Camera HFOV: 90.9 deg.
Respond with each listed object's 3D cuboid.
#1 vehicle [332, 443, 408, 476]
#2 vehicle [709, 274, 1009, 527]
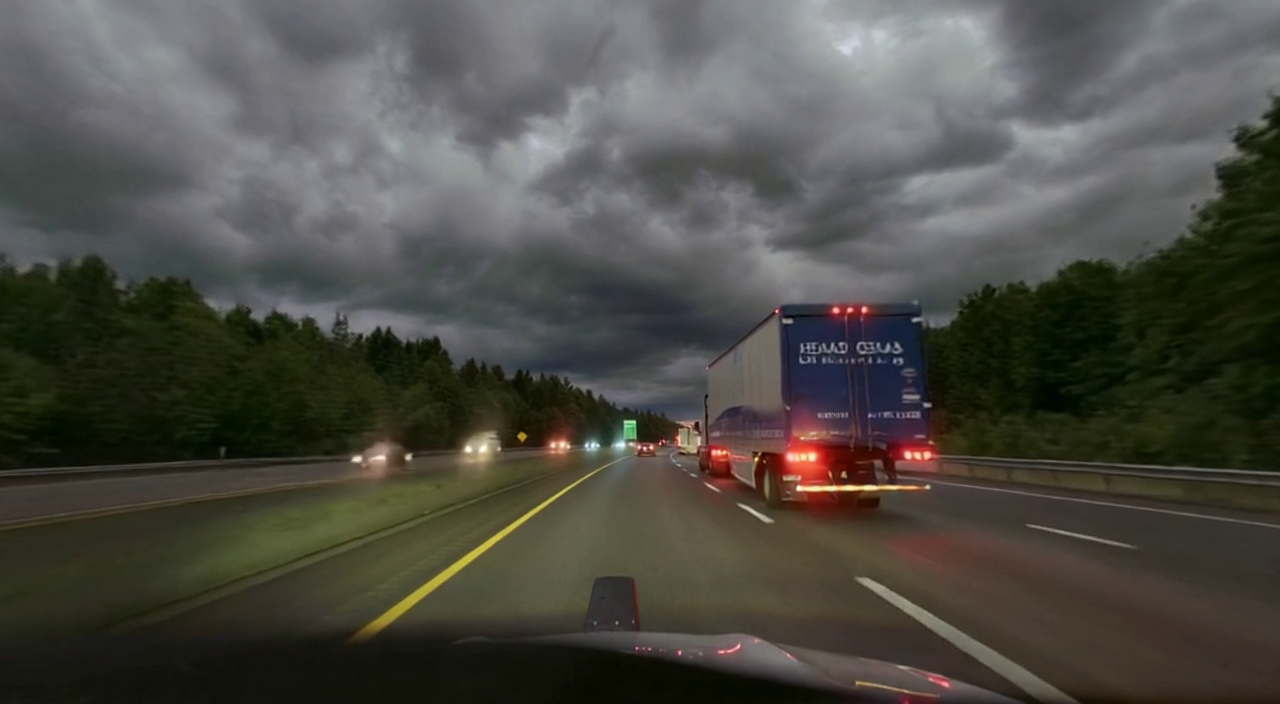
[{"bbox_3d":[-13.920,5.540,32.784,1.871,1.490,4.603,-1,-8,1],"label":"vehicle"},{"bbox_3d":[4.231,1.652,17.020,3.171,4.072,13.784,0,-8,0],"label":"vehicle"}]
